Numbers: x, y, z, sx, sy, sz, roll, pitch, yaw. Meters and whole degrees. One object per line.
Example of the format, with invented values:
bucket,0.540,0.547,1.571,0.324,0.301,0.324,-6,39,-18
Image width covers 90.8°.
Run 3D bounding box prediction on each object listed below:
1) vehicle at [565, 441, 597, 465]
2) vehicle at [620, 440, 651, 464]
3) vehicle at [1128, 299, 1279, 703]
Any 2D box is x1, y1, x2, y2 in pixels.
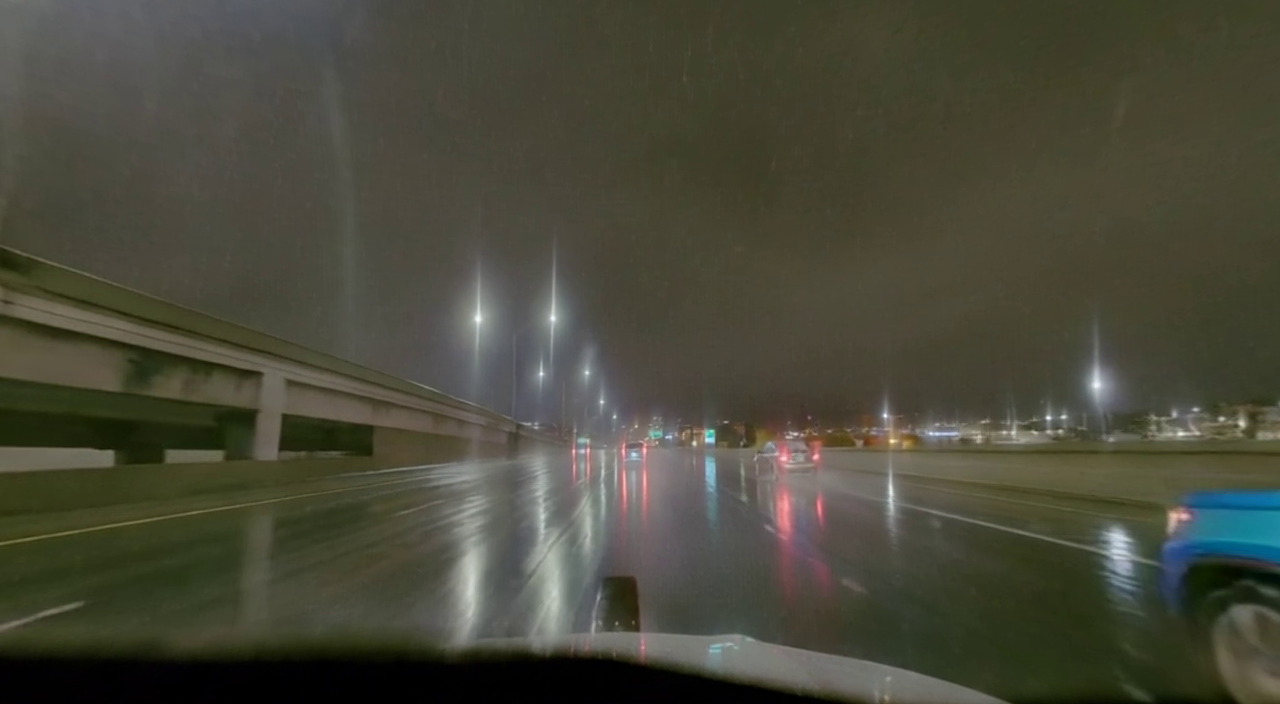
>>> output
vehicle,-4.249,7.310,46.076,2.000,1.646,4.201,0,-8,-1
vehicle,-0.343,7.274,46.136,2.132,1.657,3.967,0,-8,-1
vehicle,3.703,0.466,0.801,2.288,1.841,4.779,0,-8,0
